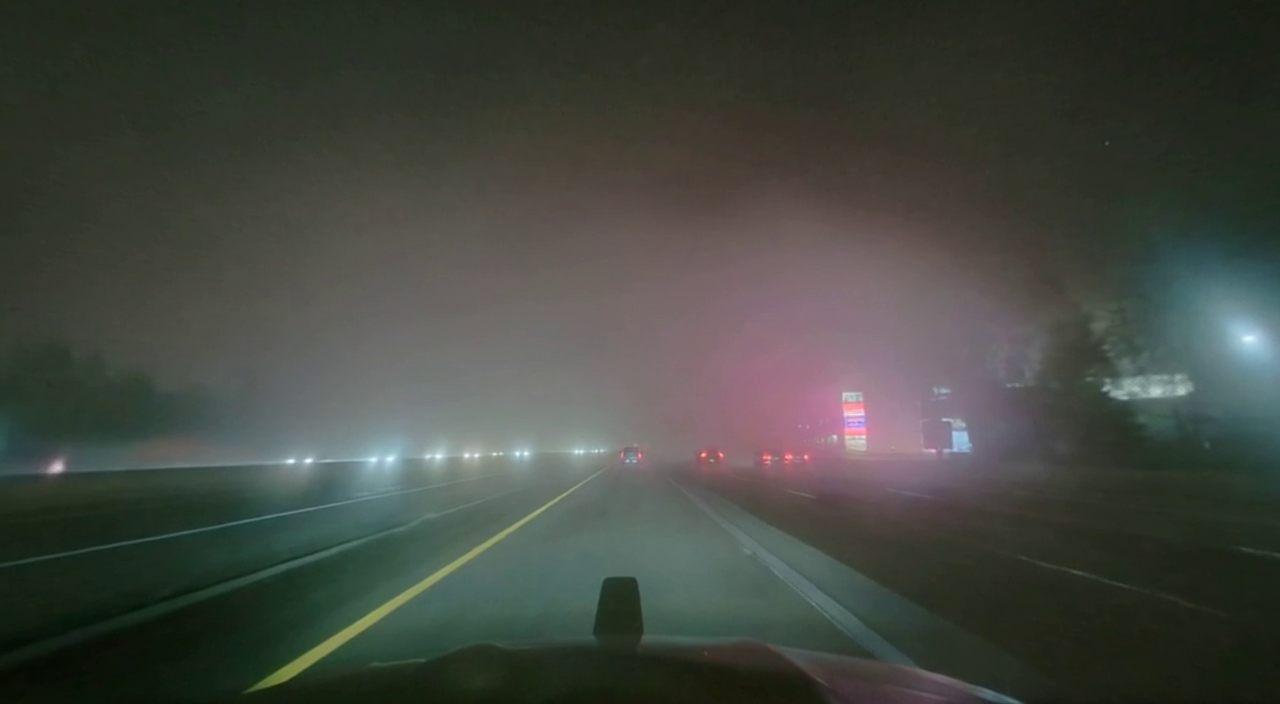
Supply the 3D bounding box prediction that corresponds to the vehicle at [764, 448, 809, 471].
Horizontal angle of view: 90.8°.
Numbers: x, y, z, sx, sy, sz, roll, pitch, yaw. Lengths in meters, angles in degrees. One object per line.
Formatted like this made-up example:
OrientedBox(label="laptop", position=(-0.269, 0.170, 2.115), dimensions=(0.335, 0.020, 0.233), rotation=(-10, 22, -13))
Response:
OrientedBox(label="vehicle", position=(10.052, 7.370, 43.705), dimensions=(1.953, 1.473, 4.512), rotation=(0, -9, -1))
